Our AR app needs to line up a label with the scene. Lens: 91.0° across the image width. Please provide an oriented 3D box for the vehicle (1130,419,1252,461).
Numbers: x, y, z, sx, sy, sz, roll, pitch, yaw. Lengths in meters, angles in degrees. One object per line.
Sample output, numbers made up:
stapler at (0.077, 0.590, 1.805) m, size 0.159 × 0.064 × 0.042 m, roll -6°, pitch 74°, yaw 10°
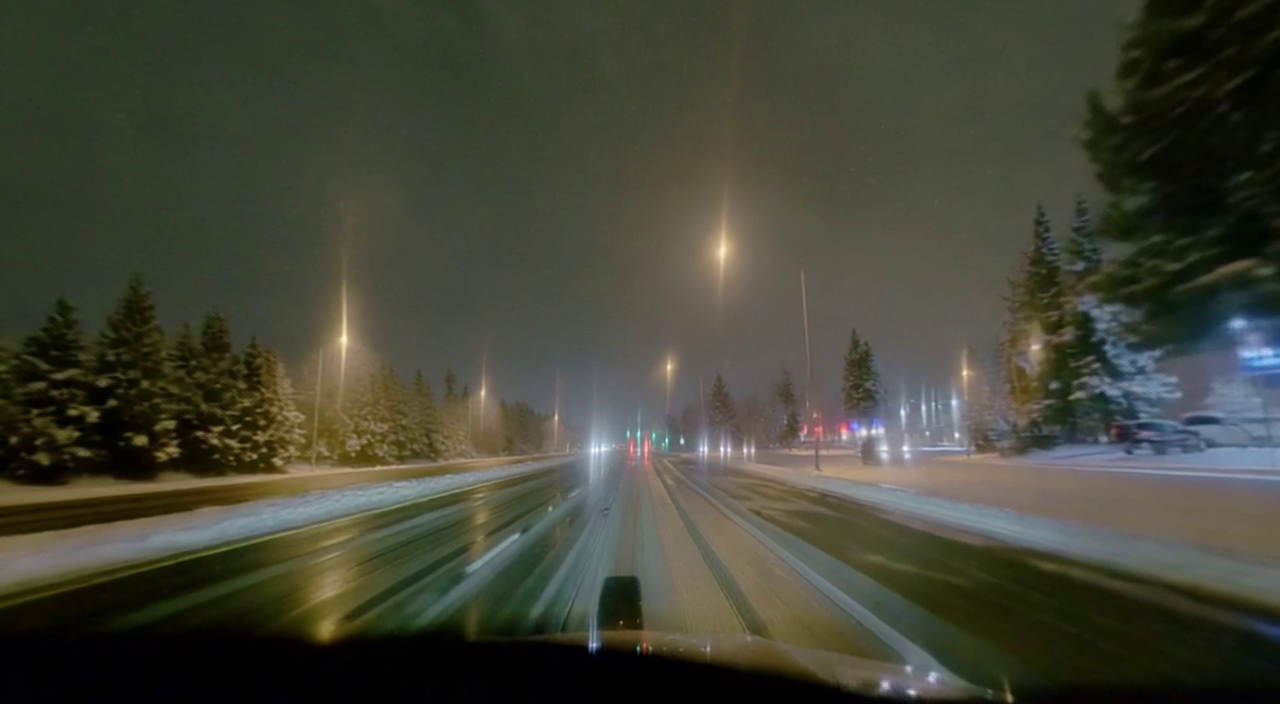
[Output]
vehicle at (39.950, 6.424, 45.772) m, size 6.500 × 2.952 × 2.604 m, roll 1°, pitch -9°, yaw -4°

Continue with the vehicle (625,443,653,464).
vehicle at (-0.117, 8.011, 49.950) m, size 2.110 × 1.555 × 4.431 m, roll 0°, pitch -9°, yaw -1°

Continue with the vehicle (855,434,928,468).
vehicle at (15.876, 6.313, 40.121) m, size 2.331 × 1.988 × 5.665 m, roll 0°, pitch -9°, yaw 0°
